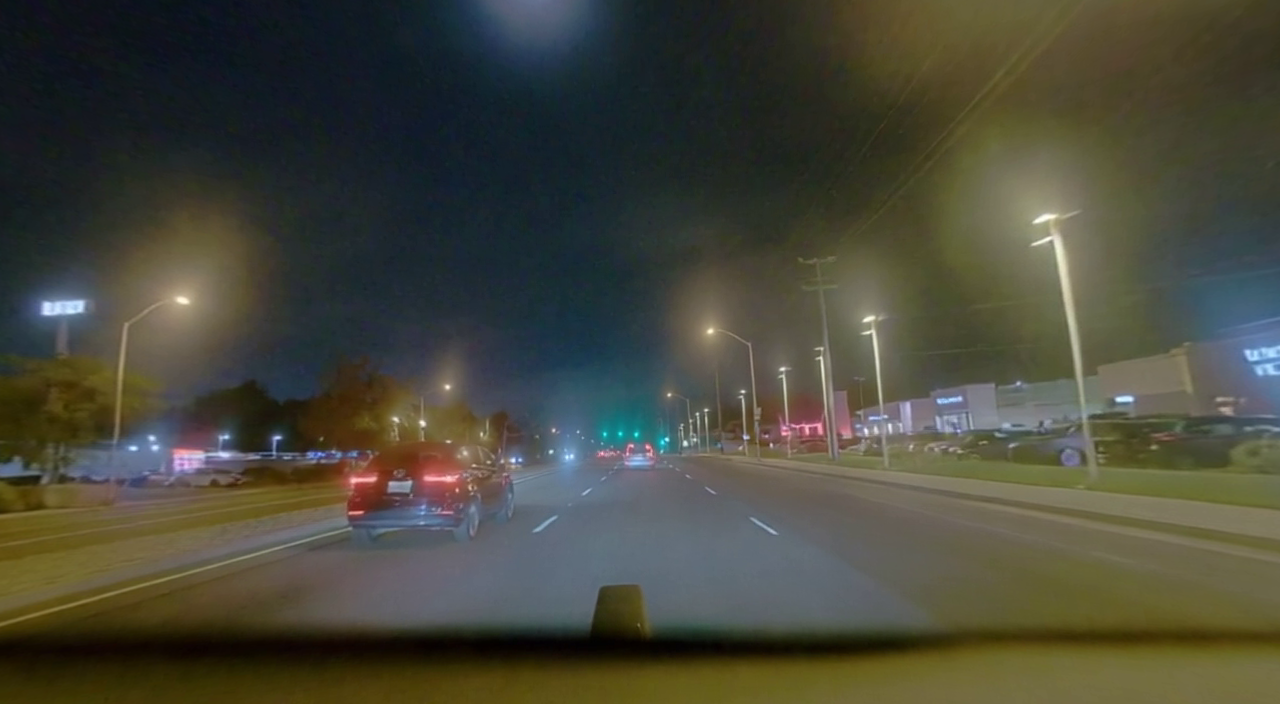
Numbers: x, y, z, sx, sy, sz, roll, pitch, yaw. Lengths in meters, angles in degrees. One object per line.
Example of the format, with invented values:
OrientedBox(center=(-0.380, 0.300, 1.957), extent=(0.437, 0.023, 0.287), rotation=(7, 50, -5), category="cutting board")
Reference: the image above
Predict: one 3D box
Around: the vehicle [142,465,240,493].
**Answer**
OrientedBox(center=(-31.990, 9.028, 44.925), extent=(5.325, 1.814, 2.128), rotation=(0, -9, 1), category="vehicle")

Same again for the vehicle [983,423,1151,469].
OrientedBox(center=(14.683, 3.270, 21.873), extent=(4.363, 1.485, 1.964), rotation=(0, -9, 1), category="vehicle")

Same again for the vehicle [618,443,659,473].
OrientedBox(center=(-0.086, 5.537, 33.123), extent=(2.019, 1.459, 4.005), rotation=(0, -9, -1), category="vehicle")

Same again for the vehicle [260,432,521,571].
OrientedBox(center=(-3.124, 1.954, 9.059), extent=(1.939, 1.496, 4.309), rotation=(0, -9, 1), category="vehicle")

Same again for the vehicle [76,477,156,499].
OrientedBox(center=(-37.171, 9.641, 44.746), extent=(4.103, 1.444, 1.795), rotation=(0, -9, 2), category="vehicle")
